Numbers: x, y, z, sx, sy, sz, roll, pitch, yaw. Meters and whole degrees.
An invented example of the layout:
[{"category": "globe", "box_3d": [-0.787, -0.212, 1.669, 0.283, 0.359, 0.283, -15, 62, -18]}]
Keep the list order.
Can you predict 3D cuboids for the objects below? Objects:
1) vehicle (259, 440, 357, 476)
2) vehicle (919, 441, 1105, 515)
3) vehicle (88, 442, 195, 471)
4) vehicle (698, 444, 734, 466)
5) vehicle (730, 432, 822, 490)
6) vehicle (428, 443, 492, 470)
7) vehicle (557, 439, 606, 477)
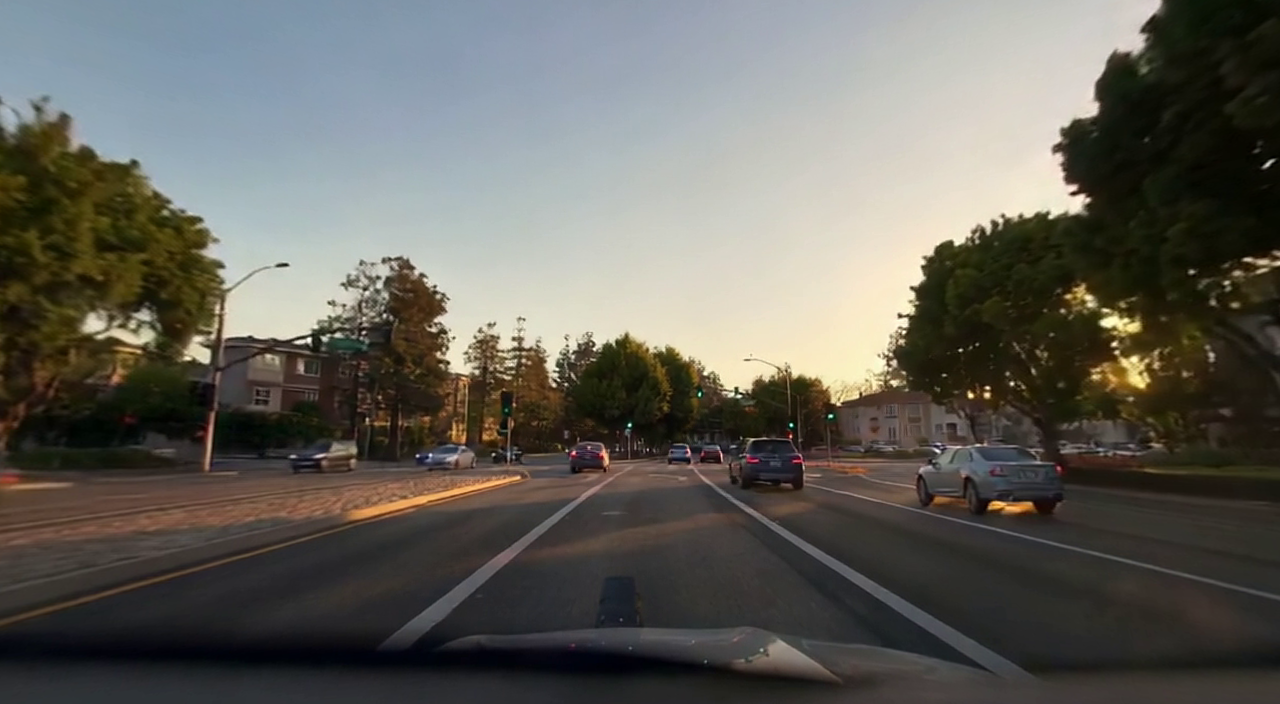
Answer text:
[{"category": "vehicle", "box_3d": [-15.094, 4.833, 29.039, 1.907, 1.493, 4.433, 0, -8, 3]}, {"category": "vehicle", "box_3d": [8.467, 2.864, 14.914, 1.949, 1.492, 4.103, 0, -8, 1]}, {"category": "vehicle", "box_3d": [-30.745, 6.439, 39.139, 4.661, 1.711, 1.992, 3, -8, -16]}, {"category": "vehicle", "box_3d": [5.262, 7.191, 44.287, 2.064, 1.474, 4.389, 0, -8, 2]}, {"category": "vehicle", "box_3d": [4.634, 3.800, 22.321, 2.209, 1.813, 4.724, 0, -8, 0]}, {"category": "vehicle", "box_3d": [-10.700, 6.240, 37.900, 2.261, 1.477, 4.490, 0, -8, 3]}, {"category": "vehicle", "box_3d": [-2.950, 5.510, 33.007, 2.258, 1.812, 4.650, 0, -8, -2]}]
